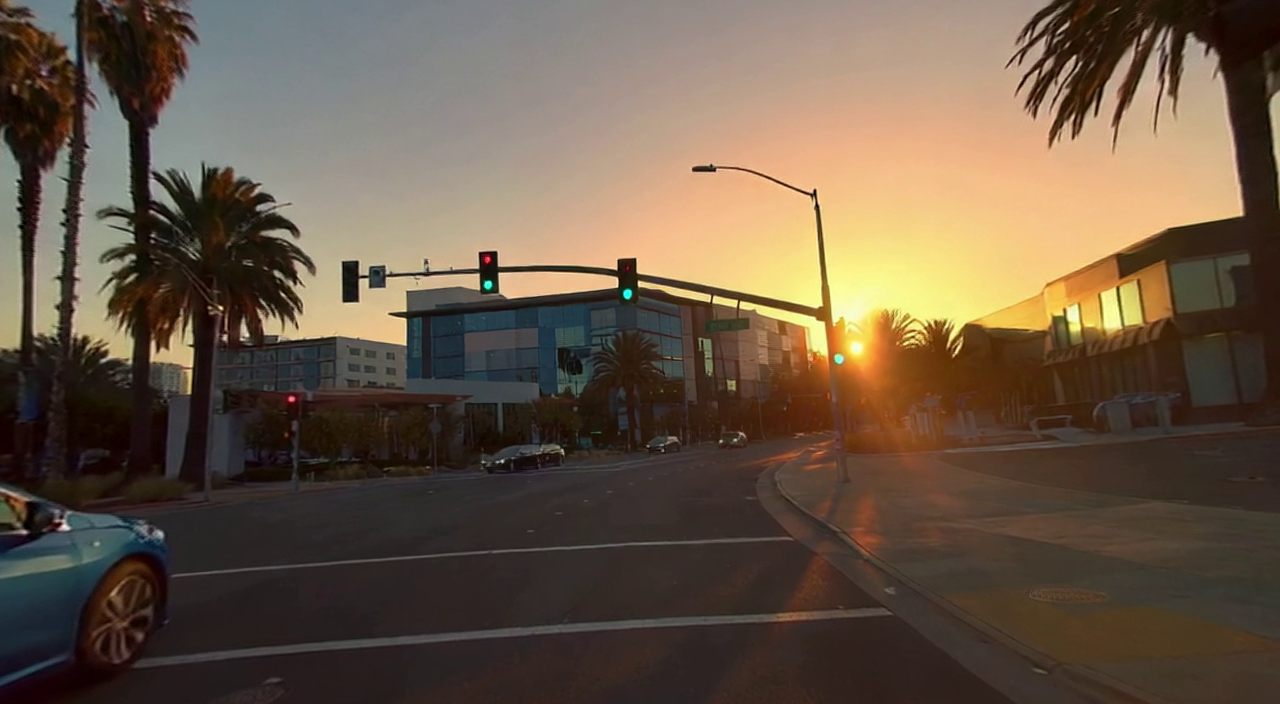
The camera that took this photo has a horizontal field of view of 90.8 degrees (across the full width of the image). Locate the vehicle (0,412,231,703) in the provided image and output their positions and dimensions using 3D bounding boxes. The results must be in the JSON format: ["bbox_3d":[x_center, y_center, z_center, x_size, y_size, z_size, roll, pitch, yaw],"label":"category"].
[{"bbox_3d":[-3.325,0.816,1.231,2.071,1.482,4.446,0,-9,0],"label":"vehicle"}]

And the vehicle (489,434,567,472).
[{"bbox_3d":[-5.742,5.270,33.060,2.181,1.792,4.648,-3,-9,16],"label":"vehicle"}]
